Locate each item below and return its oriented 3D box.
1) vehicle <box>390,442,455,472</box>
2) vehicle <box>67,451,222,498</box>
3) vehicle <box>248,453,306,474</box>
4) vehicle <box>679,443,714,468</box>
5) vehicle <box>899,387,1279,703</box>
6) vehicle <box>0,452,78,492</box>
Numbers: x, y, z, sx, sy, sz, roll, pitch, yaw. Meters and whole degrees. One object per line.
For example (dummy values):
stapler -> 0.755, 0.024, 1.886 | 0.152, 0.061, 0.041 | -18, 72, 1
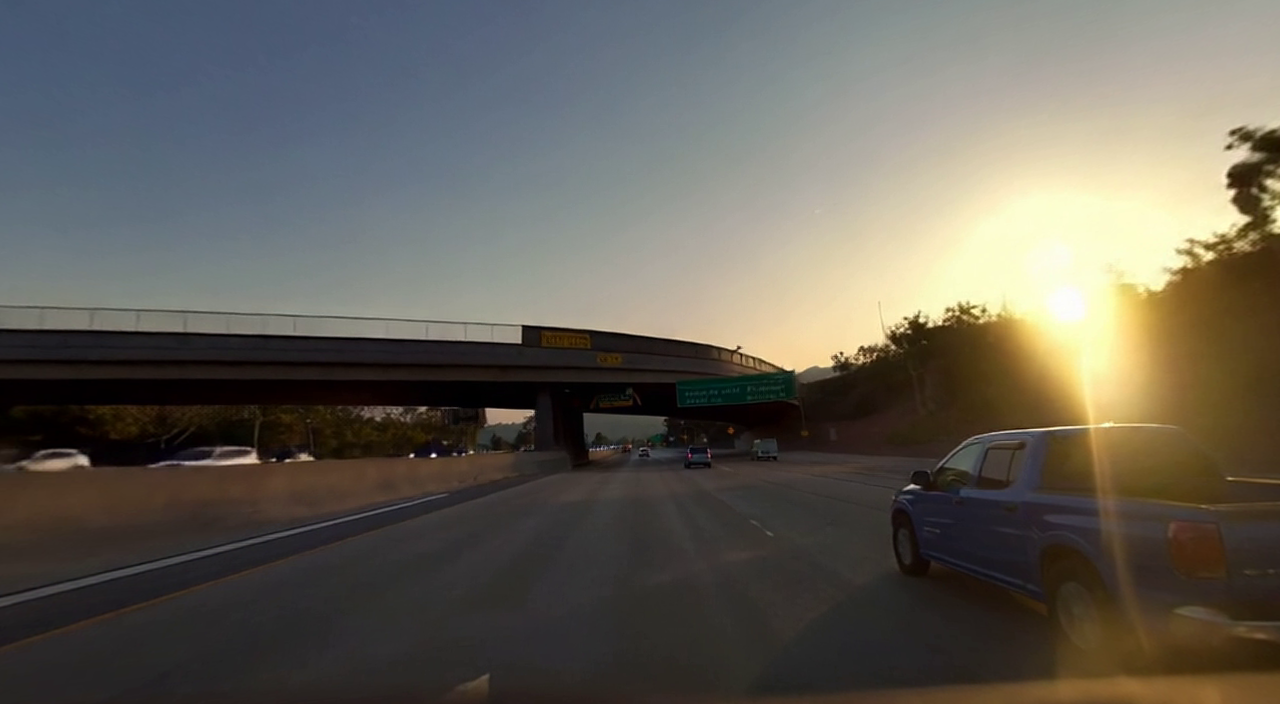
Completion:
vehicle -> -14.791, 7.170, 43.273 | 2.231, 1.879, 5.996 | 0, -8, 1
vehicle -> -18.349, 4.512, 23.737 | 1.966, 1.497, 4.751 | 0, -8, 0
vehicle -> -27.323, 8.375, 47.574 | 1.851, 1.474, 4.367 | 0, -8, -1
vehicle -> 3.967, 7.324, 44.743 | 2.014, 1.643, 4.039 | 0, -8, -2
vehicle -> 3.379, 1.022, 3.165 | 2.119, 1.524, 4.807 | 0, -8, 0
vehicle -> -28.519, 5.395, 28.518 | 1.887, 1.687, 4.586 | 0, -8, 2
